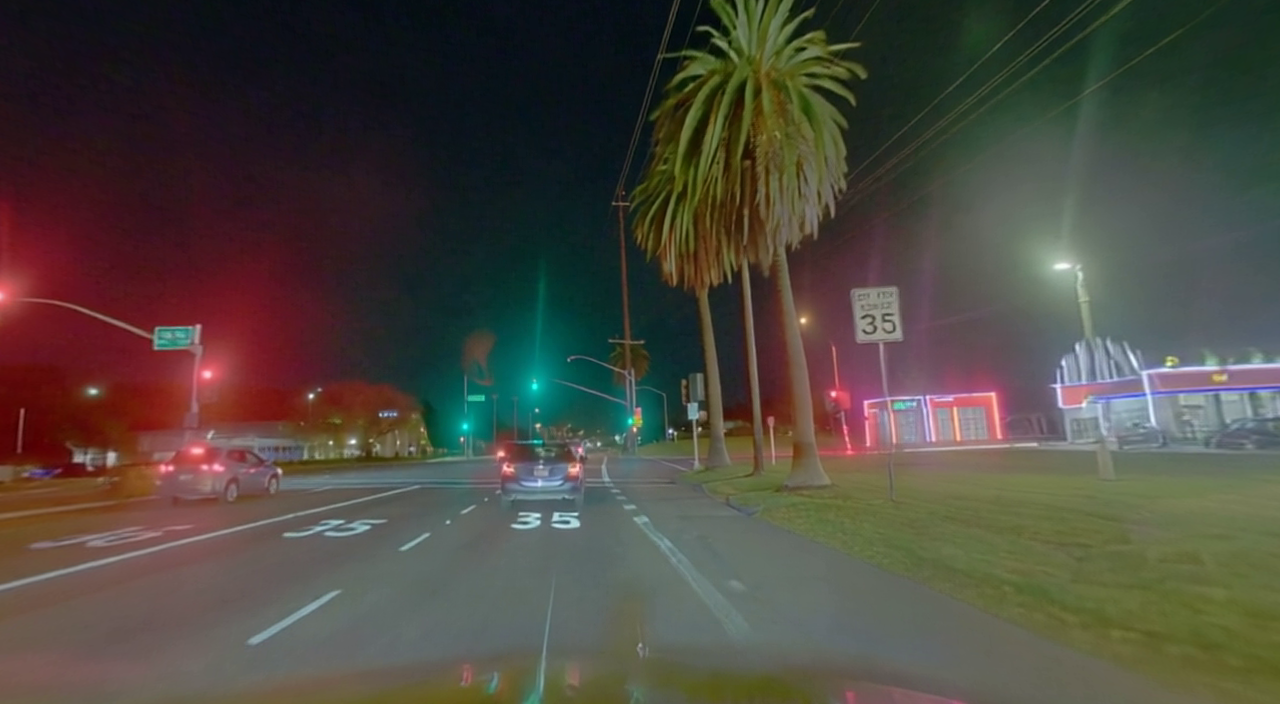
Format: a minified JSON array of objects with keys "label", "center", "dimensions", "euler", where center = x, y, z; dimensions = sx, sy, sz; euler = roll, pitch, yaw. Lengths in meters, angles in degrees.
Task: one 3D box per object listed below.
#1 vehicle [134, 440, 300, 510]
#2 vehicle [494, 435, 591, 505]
[{"label":"vehicle","center":[-12.492,3.614,19.156],"dimensions":[2.050,1.811,4.752],"euler":[0,-8,-5]},{"label":"vehicle","center":[-2.326,2.862,15.814],"dimensions":[2.063,1.474,4.334],"euler":[0,-8,-6]}]
